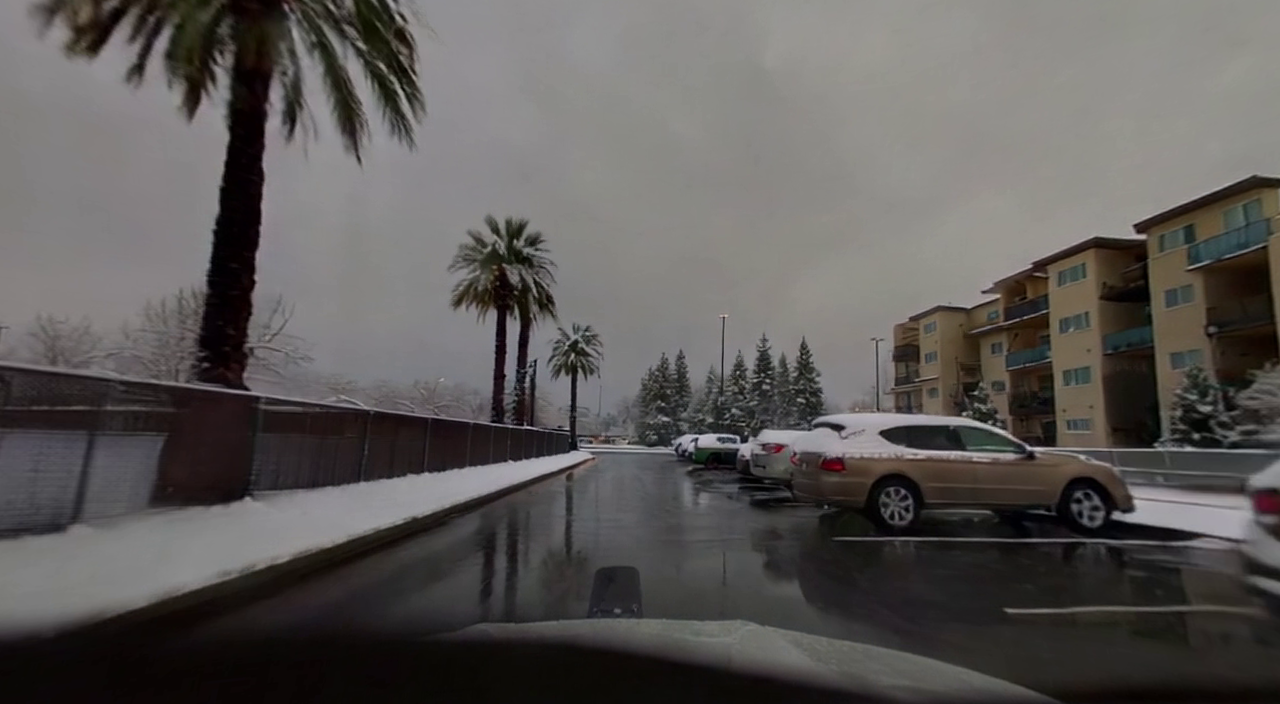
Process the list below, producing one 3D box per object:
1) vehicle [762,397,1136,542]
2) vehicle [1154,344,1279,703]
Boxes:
[{"bbox_3d":[5.246,2.047,11.497,5.639,2.033,2.172,3,-7,3],"label":"vehicle"},{"bbox_3d":[5.975,0.849,2.988,5.381,1.826,2.047,1,-9,-4],"label":"vehicle"}]
